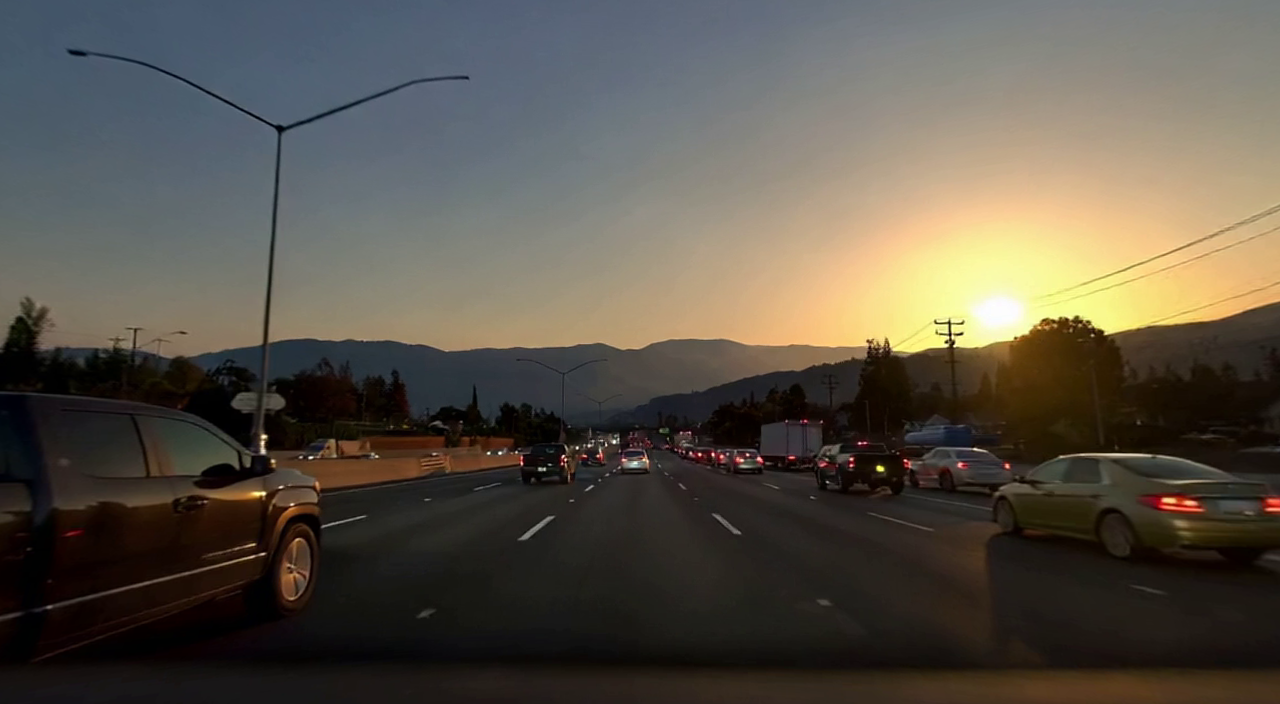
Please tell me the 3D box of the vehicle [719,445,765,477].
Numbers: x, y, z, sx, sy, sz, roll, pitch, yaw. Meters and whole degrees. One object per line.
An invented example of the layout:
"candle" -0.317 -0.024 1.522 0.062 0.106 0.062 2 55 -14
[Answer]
"vehicle" 5.311 5.722 33.300 1.956 1.576 4.211 0 -9 3

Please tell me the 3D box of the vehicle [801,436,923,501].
"vehicle" 6.374 3.374 18.668 2.058 1.667 4.209 0 -9 0

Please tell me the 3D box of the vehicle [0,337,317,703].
"vehicle" -3.421 0.793 2.260 2.127 1.705 4.374 0 -9 1

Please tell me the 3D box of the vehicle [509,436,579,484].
"vehicle" -3.946 4.548 26.814 2.147 1.825 4.602 0 -9 1

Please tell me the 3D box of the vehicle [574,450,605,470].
"vehicle" -3.854 8.325 48.757 1.984 1.406 4.030 0 -9 1

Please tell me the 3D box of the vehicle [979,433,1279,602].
"vehicle" 6.555 1.830 7.965 1.976 1.485 4.632 0 -9 0

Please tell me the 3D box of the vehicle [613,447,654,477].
"vehicle" -0.341 5.927 34.228 2.060 1.508 4.308 0 -9 0

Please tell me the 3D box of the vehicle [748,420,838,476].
"vehicle" 10.475 6.810 44.854 3.442 3.405 11.948 0 -9 0
